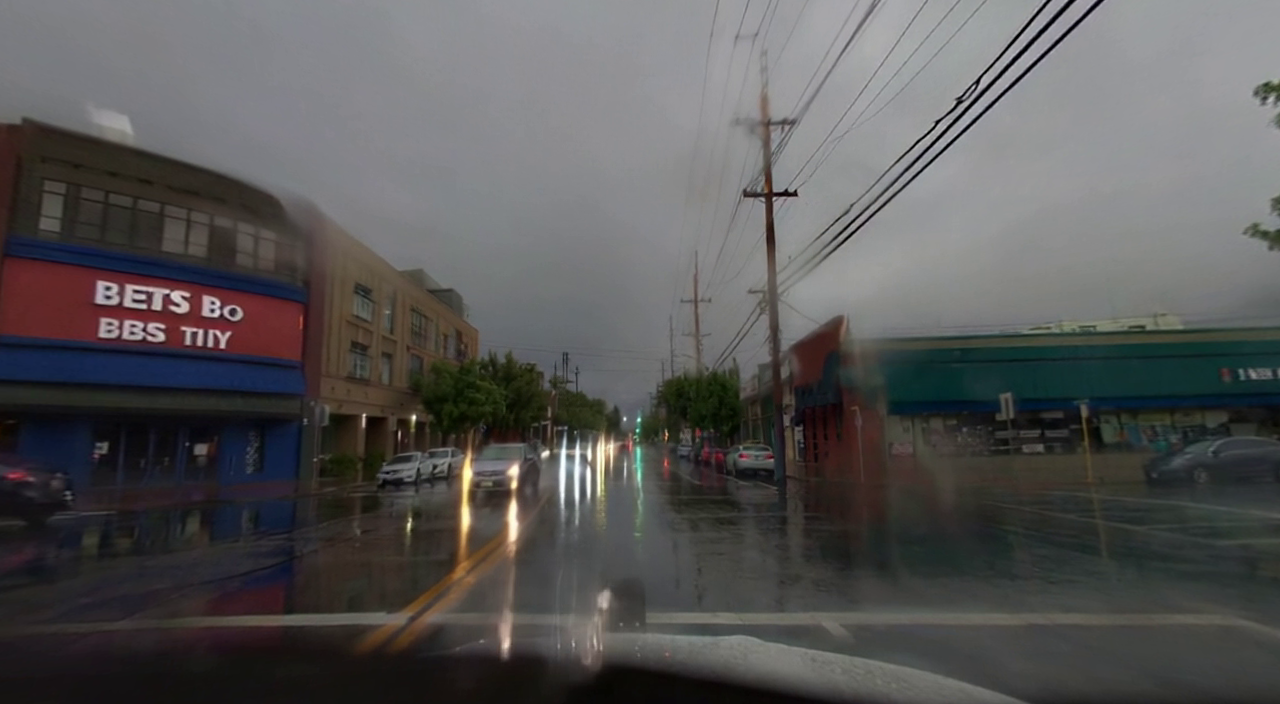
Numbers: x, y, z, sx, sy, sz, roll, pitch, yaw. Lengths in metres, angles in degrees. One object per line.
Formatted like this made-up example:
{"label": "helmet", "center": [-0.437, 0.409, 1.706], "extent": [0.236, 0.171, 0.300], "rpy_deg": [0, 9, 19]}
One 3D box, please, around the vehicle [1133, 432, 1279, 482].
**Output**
{"label": "vehicle", "center": [18.618, 3.287, 19.935], "extent": [4.368, 1.479, 1.985], "rpy_deg": [0, -9, 1]}

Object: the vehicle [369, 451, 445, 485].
{"label": "vehicle", "center": [-10.960, 5.461, 30.053], "extent": [1.978, 1.452, 4.263], "rpy_deg": [0, -8, 0]}

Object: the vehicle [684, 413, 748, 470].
{"label": "vehicle", "center": [4.600, 5.651, 39.834], "extent": [2.815, 3.203, 7.558], "rpy_deg": [0, -8, -2]}

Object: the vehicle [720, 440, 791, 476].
{"label": "vehicle", "center": [5.588, 5.175, 31.125], "extent": [1.963, 1.646, 4.204], "rpy_deg": [2, -9, -11]}

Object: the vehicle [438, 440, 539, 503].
{"label": "vehicle", "center": [-4.013, 3.221, 17.464], "extent": [1.914, 1.506, 4.125], "rpy_deg": [0, -8, -2]}
